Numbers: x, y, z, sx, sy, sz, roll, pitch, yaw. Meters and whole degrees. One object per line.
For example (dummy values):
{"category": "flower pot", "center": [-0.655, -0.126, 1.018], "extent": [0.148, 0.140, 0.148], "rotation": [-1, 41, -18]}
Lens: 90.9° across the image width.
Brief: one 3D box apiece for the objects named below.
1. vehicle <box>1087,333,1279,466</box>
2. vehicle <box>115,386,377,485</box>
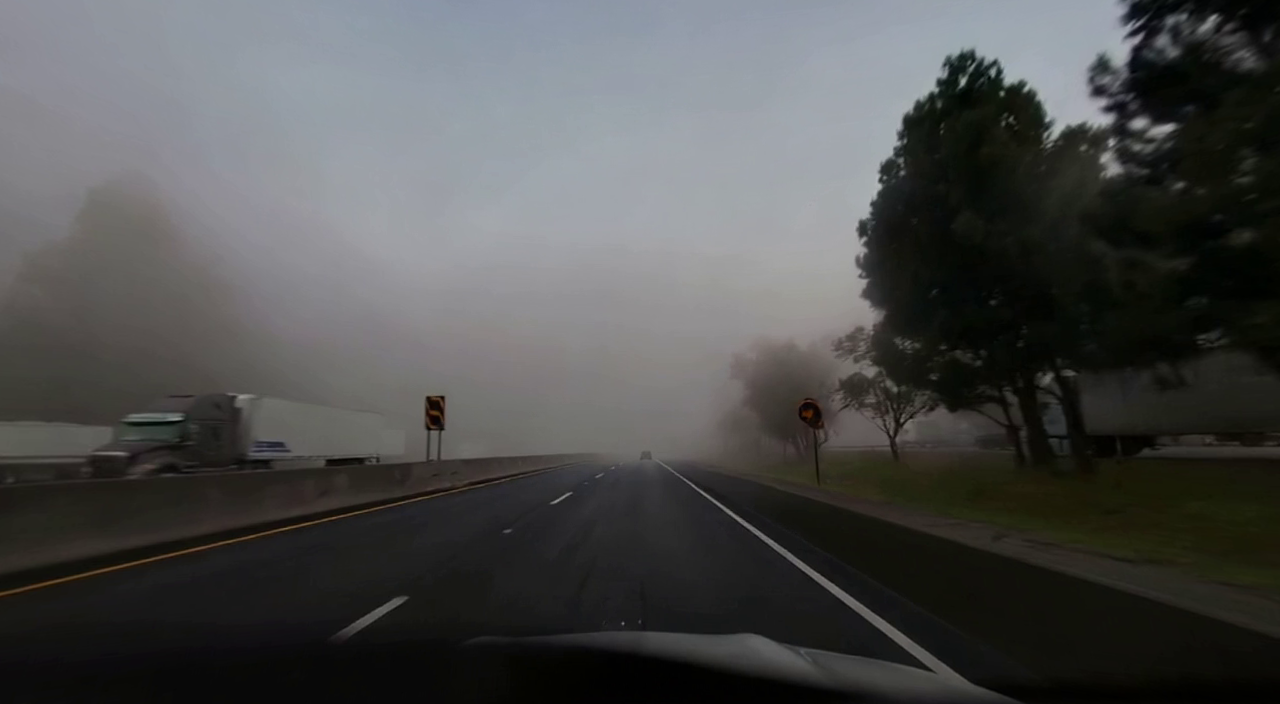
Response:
{"category": "vehicle", "center": [21.015, 1.653, 20.610], "extent": [2.847, 4.027, 13.284], "rotation": [0, -9, -1]}
{"category": "vehicle", "center": [-18.084, 4.340, 31.586], "extent": [2.913, 3.702, 15.781], "rotation": [0, -9, 0]}
